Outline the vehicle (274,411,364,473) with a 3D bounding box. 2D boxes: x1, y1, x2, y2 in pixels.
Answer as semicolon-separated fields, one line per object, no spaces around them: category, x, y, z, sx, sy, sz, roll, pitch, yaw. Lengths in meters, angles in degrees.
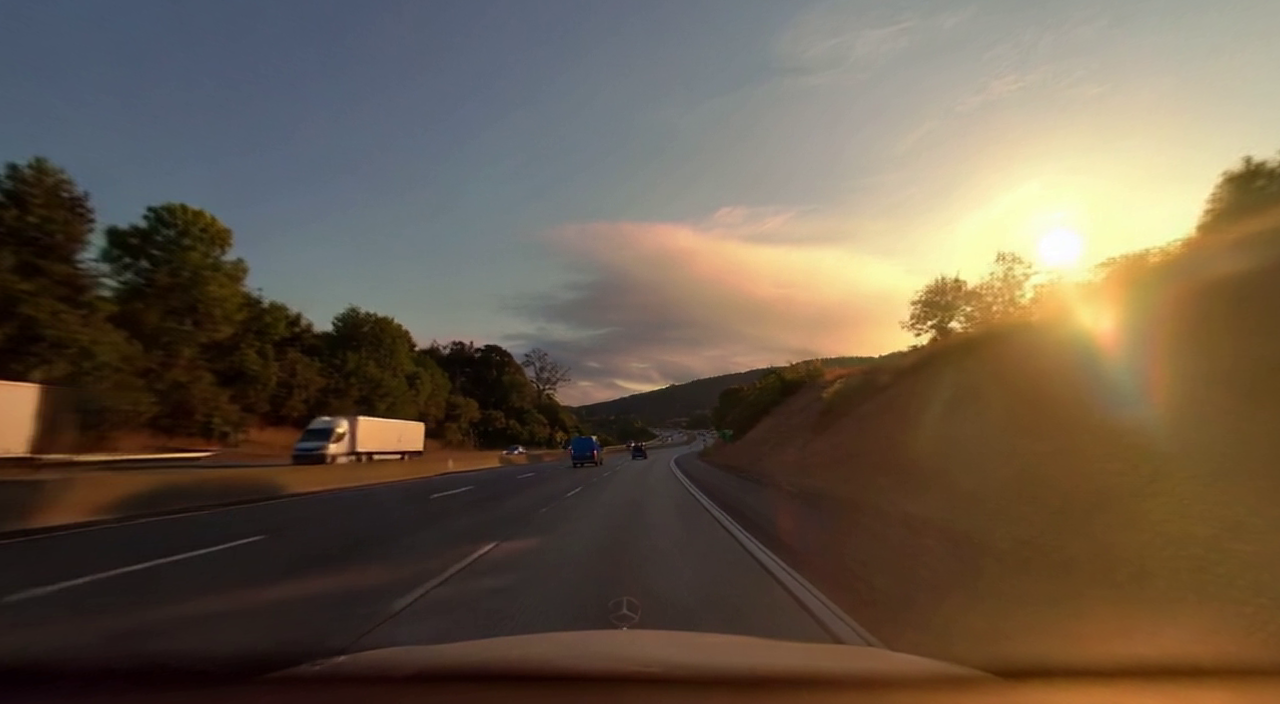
vehicle;-22.505;6.411;44.653;2.999;4.017;5.918;-1;-9;2
